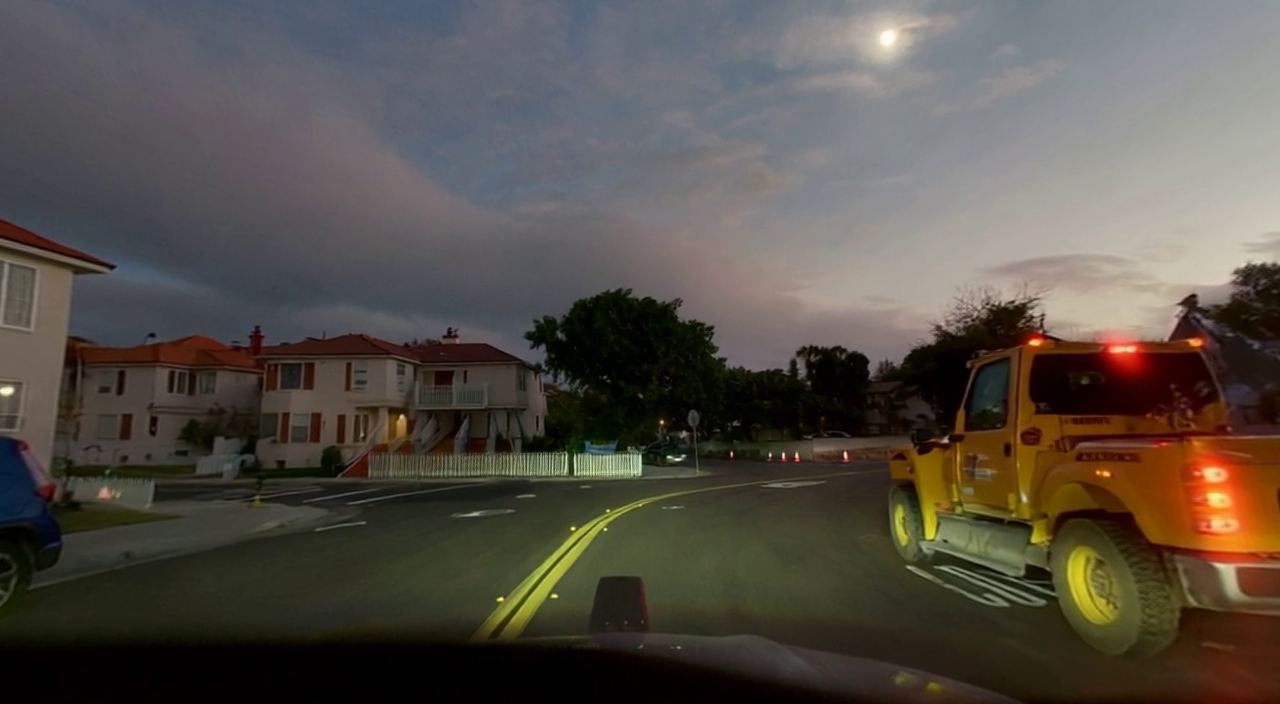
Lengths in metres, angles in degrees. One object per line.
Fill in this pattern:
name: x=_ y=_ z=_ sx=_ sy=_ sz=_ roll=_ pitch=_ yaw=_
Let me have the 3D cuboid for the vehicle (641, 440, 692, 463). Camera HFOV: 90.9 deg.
vehicle: x=1.911 y=7.247 z=46.124 sx=3.629 sy=1.578 sz=1.802 roll=0 pitch=-8 yaw=-1

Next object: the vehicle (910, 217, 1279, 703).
vehicle: x=4.337 y=0.816 z=5.082 sx=2.501 sy=2.613 sz=3.505 roll=0 pitch=-9 yaw=-4

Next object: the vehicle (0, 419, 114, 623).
vehicle: x=-6.729 y=1.303 z=4.205 sx=2.220 sy=1.765 sz=4.799 roll=0 pitch=-8 yaw=1
